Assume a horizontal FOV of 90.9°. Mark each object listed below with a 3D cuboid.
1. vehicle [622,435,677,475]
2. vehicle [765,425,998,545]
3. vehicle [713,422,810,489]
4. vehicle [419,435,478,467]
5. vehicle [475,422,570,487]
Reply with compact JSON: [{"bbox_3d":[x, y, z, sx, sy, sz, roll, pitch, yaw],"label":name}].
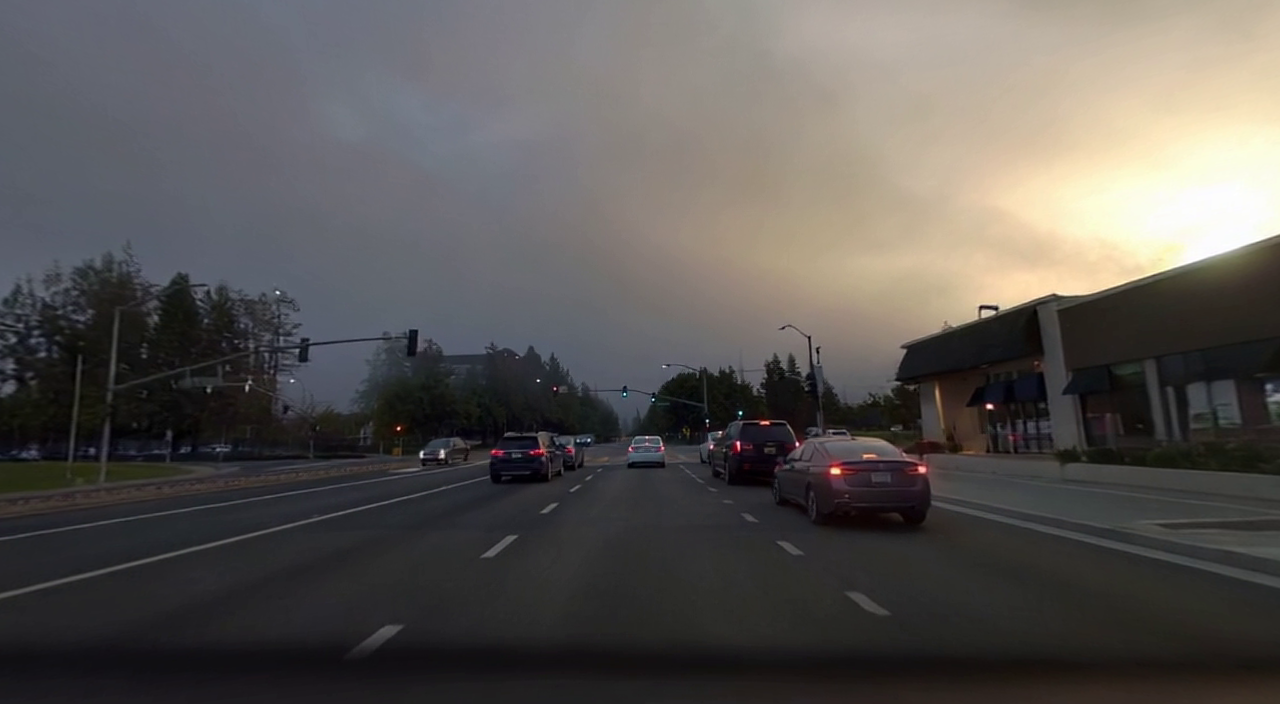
[{"bbox_3d":[0.296,3.999,24.688,1.971,1.433,3.923,0,-8,-1],"label":"vehicle"},{"bbox_3d":[3.419,1.958,9.944,1.913,1.463,4.198,0,-8,-1],"label":"vehicle"},{"bbox_3d":[3.465,3.047,18.821,1.992,1.744,4.183,0,-8,-1],"label":"vehicle"},{"bbox_3d":[-10.439,5.403,34.597,1.989,1.598,4.054,-1,-8,0],"label":"vehicle"},{"bbox_3d":[-3.438,3.112,19.362,2.023,1.720,4.452,0,-8,1],"label":"vehicle"}]
